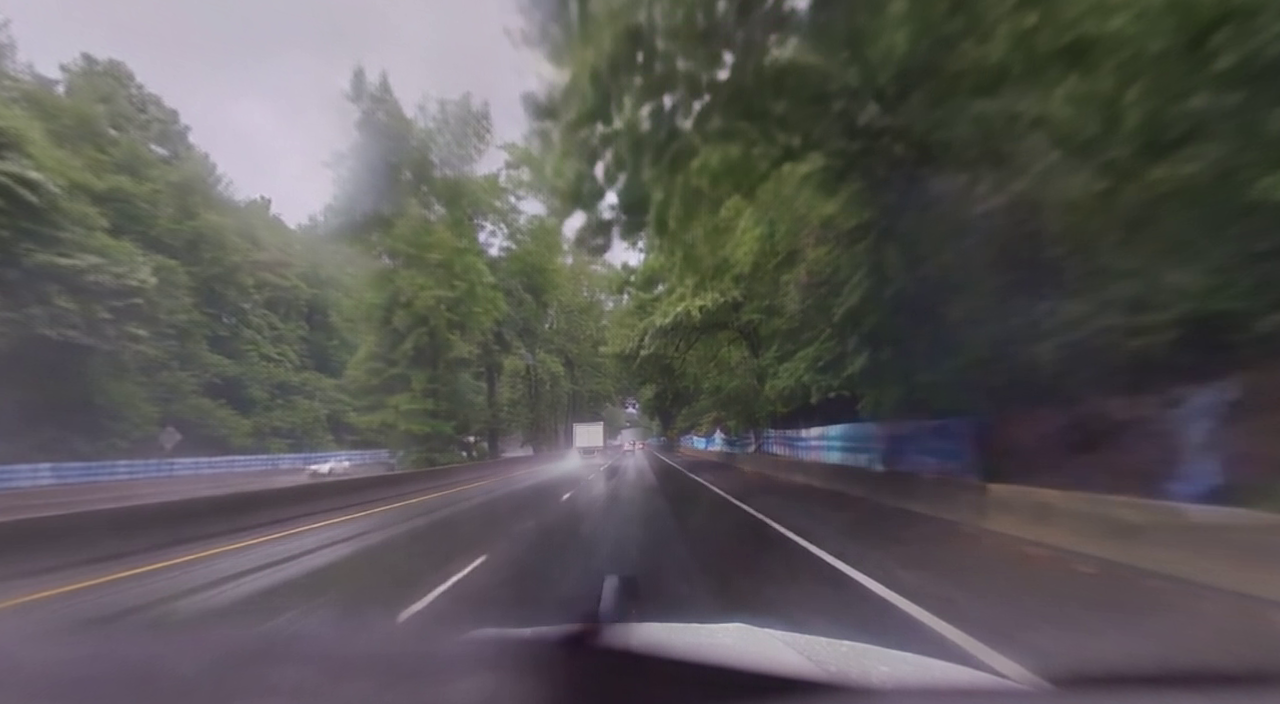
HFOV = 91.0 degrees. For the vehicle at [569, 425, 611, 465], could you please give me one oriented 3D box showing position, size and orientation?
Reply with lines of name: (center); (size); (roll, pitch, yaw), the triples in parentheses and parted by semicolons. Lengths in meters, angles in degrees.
vehicle: (-3.470, 6.642, 44.942); (2.484, 2.625, 5.907); (0, -8, 0)
